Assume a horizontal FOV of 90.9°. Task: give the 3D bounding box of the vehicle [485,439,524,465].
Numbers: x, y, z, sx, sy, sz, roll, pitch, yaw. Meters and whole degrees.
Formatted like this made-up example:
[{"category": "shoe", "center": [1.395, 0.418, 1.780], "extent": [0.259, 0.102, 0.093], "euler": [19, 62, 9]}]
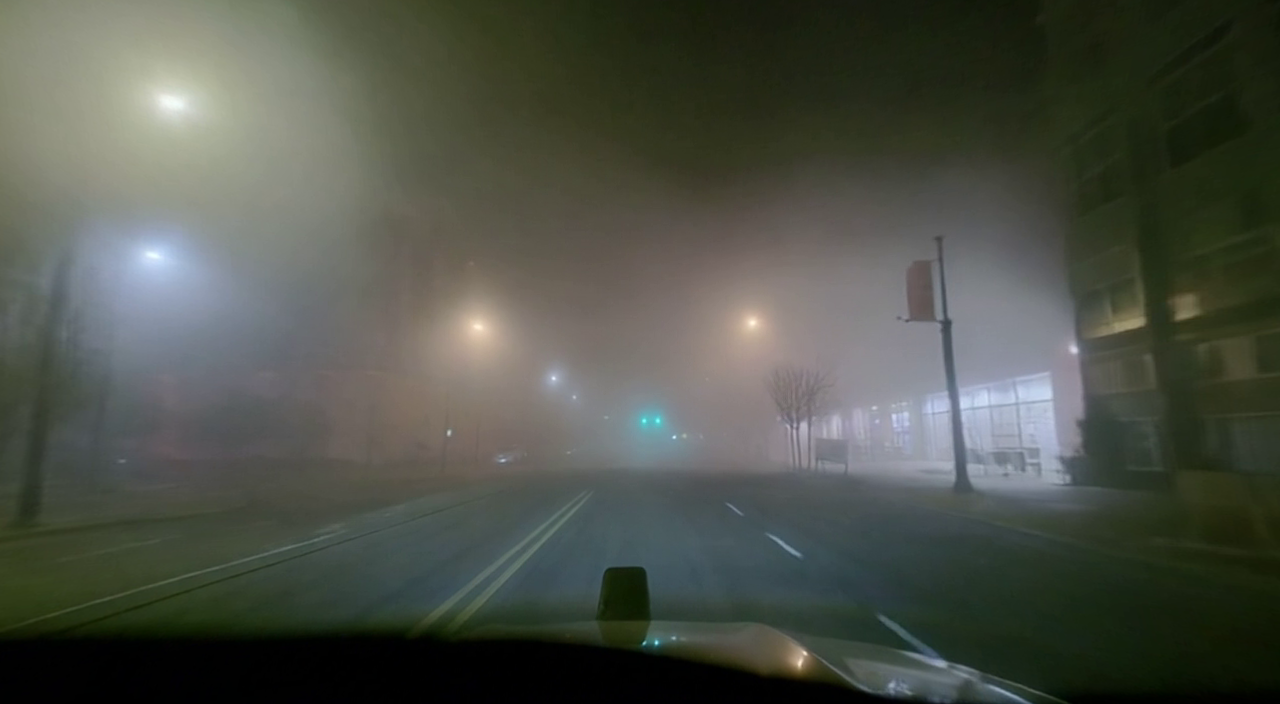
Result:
[{"category": "vehicle", "center": [-10.504, 7.780, 49.211], "extent": [2.060, 1.796, 4.675], "euler": [-2, -7, 0]}]
